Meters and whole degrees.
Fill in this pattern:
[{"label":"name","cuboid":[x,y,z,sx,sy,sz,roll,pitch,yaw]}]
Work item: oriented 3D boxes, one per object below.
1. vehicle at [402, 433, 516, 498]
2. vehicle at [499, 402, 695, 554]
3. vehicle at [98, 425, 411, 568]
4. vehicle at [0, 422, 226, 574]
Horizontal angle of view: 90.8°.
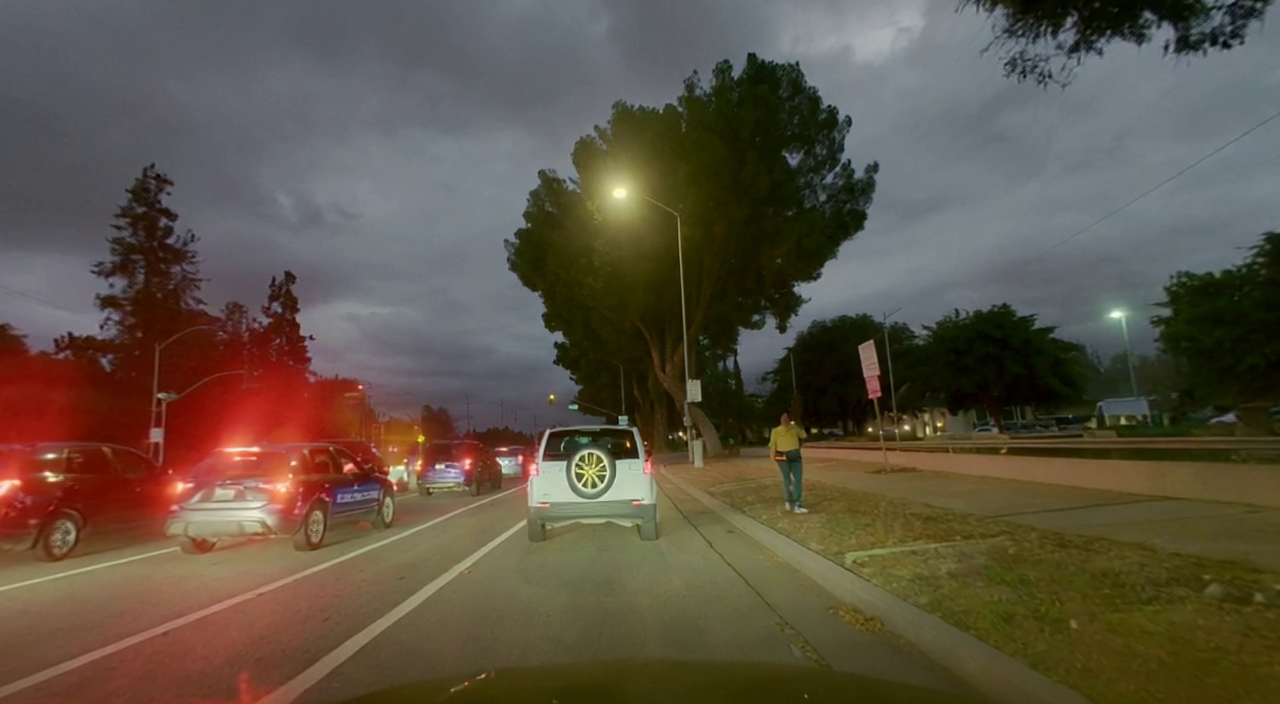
[{"label":"vehicle","cuboid":[-5.463,3.490,19.807,2.188,1.774,4.477,0,-9,0]},{"label":"vehicle","cuboid":[-0.579,1.845,9.866,2.368,1.829,4.293,0,-9,-2]},{"label":"vehicle","cuboid":[-5.405,2.061,9.802,2.010,1.674,4.484,0,-9,0]},{"label":"vehicle","cuboid":[-8.802,2.048,9.459,2.013,1.826,4.592,0,-9,1]}]
